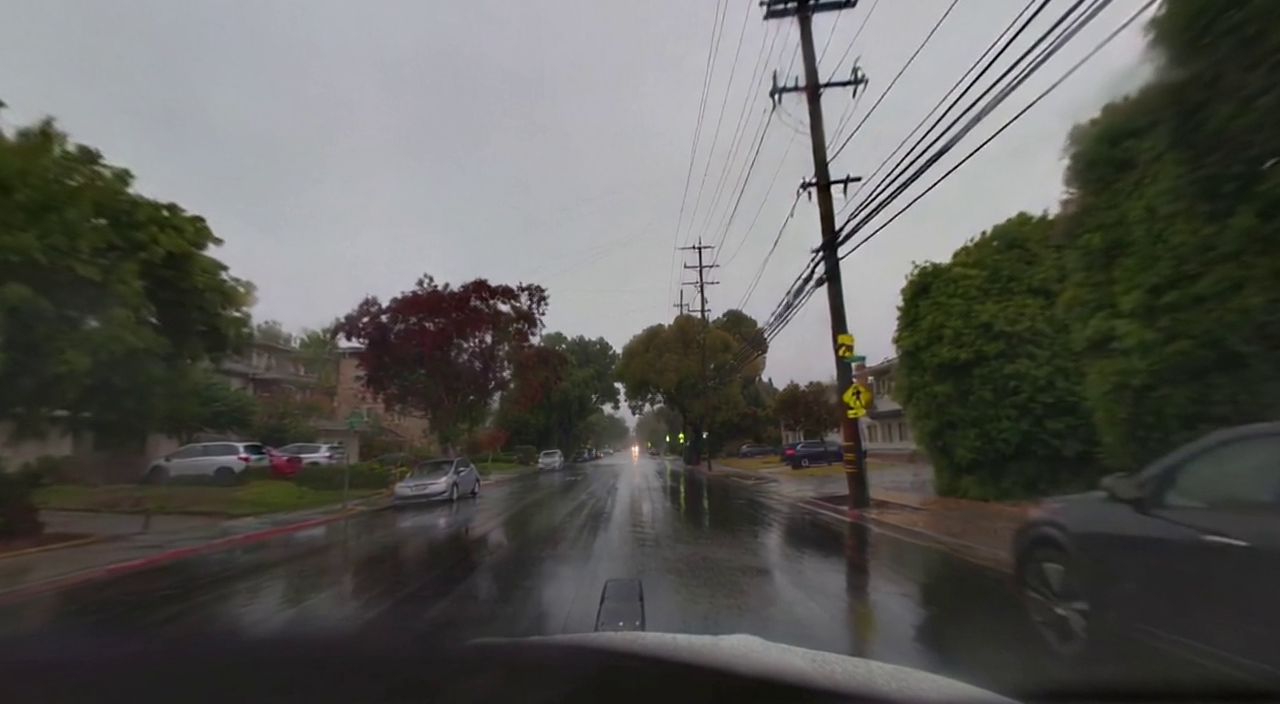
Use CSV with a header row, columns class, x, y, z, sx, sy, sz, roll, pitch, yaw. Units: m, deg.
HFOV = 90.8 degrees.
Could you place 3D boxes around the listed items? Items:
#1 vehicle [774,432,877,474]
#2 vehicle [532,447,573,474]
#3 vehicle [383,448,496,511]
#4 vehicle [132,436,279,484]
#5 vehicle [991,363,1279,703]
class,x,y,z,sx,sy,sz,roll,pitch,yaw
vehicle,10.114,5.534,34.701,4.822,1.864,2.100,-3,-8,-5
vehicle,-6.341,7.943,46.414,2.162,1.757,5.201,-2,-9,1
vehicle,-6.156,3.920,19.977,2.022,1.550,4.669,-4,-8,0
vehicle,-17.119,4.249,25.138,4.123,1.787,2.194,1,-9,-8
vehicle,3.701,0.886,2.381,2.091,1.731,4.410,0,-9,-2
